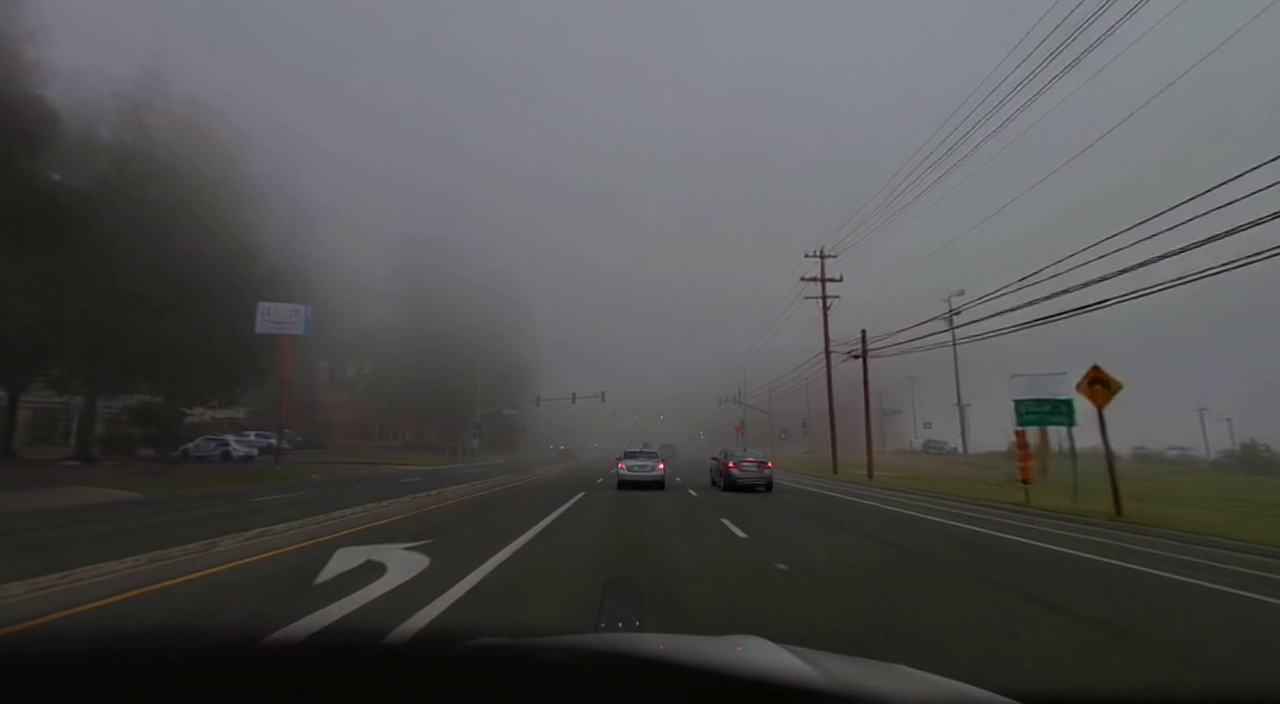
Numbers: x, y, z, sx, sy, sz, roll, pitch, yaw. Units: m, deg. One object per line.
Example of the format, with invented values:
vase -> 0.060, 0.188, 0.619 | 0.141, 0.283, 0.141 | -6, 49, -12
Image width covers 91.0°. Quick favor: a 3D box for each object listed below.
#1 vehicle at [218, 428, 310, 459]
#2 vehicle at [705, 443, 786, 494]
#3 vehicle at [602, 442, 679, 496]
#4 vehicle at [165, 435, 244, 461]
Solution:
vehicle -> -28.955, 7.142, 48.885 | 2.878, 2.172, 7.057 | 1, -8, -1
vehicle -> 3.372, 3.809, 20.909 | 1.985, 1.489, 4.036 | 0, -9, -1
vehicle -> -0.029, 3.563, 19.558 | 2.144, 1.473, 4.028 | 1, -9, -1
vehicle -> -28.342, 6.276, 41.180 | 1.908, 1.553, 4.979 | 1, -9, -4
